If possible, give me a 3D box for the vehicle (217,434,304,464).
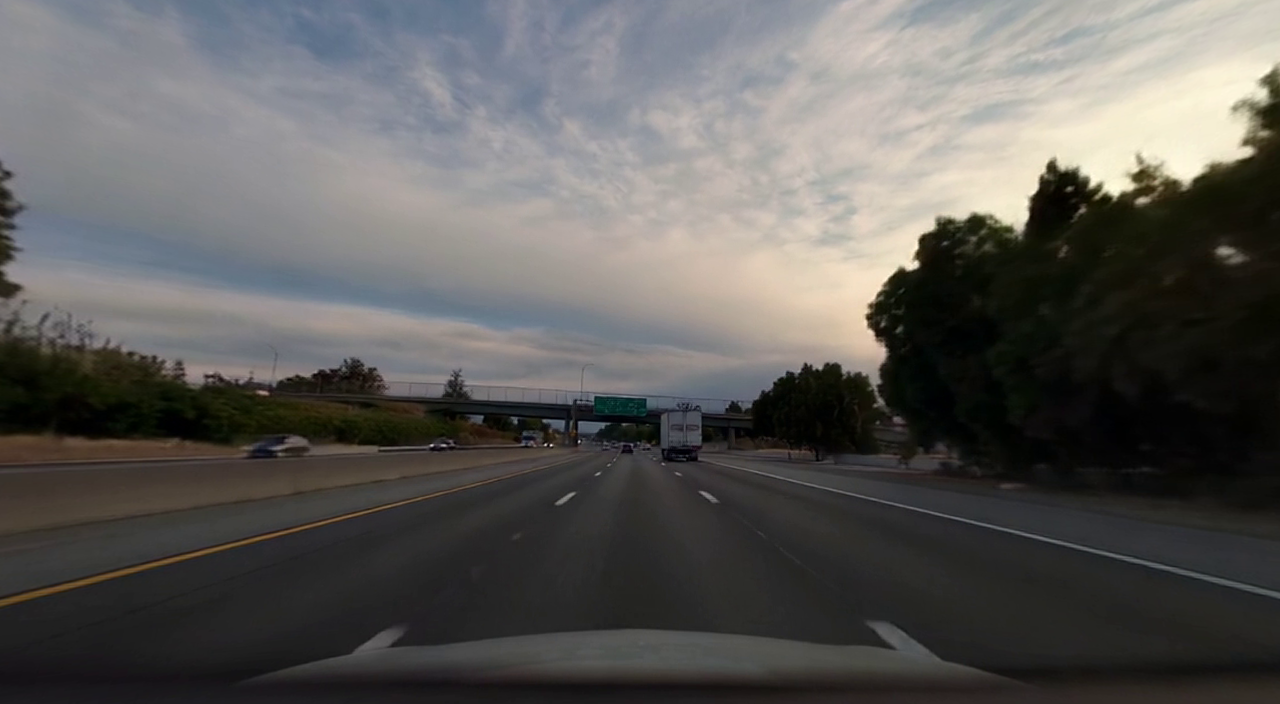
[{"bbox_3d":[-19.686,5.063,32.903,1.787,1.457,4.417,0,-9,0],"label":"vehicle"}]
